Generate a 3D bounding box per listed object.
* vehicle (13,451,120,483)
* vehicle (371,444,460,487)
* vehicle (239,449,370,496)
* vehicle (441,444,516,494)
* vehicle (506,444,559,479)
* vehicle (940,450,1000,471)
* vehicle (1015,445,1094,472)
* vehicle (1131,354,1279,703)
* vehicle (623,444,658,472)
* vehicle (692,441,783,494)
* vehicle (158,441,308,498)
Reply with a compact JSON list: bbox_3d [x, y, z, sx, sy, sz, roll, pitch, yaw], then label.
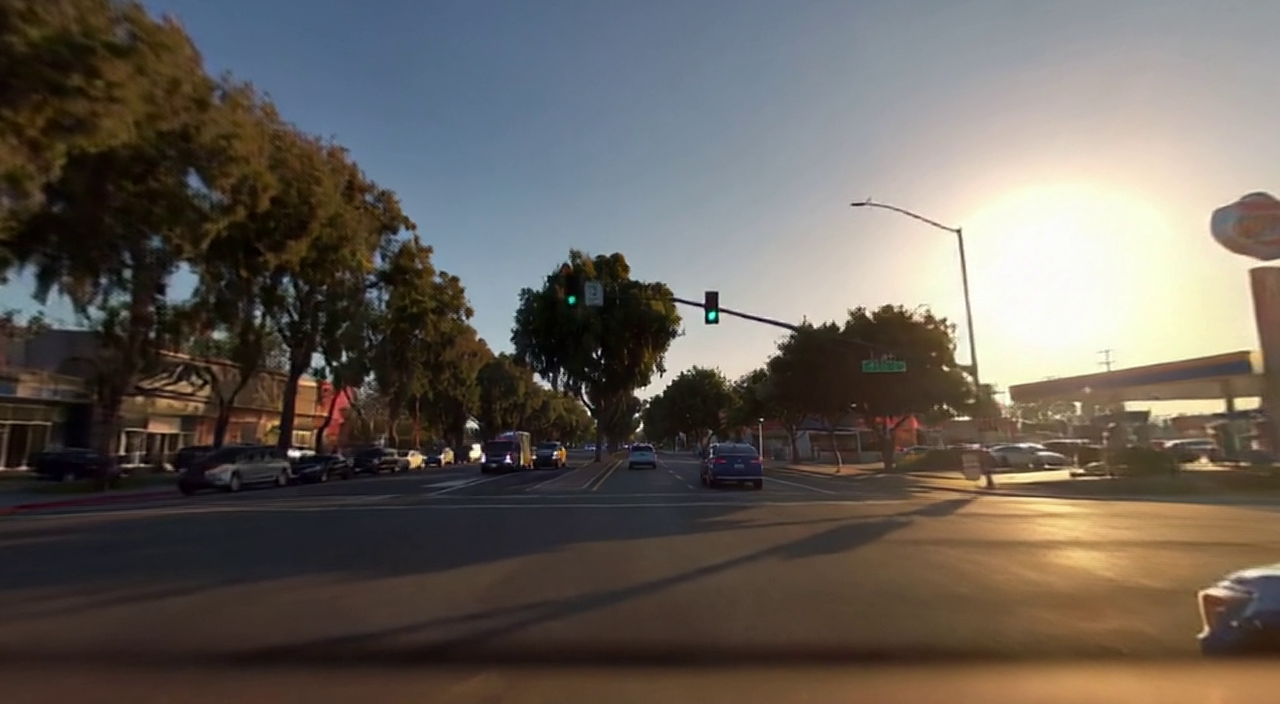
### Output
[{"bbox_3d":[-28.156,5.641,31.090,3.640,1.462,1.660,0,-9,2],"label":"vehicle"},{"bbox_3d":[-8.945,4.543,25.671,2.165,1.557,4.515,0,-9,-3],"label":"vehicle"},{"bbox_3d":[-12.425,4.456,23.883,2.186,1.532,5.087,0,-9,0],"label":"vehicle"},{"bbox_3d":[-5.443,3.949,21.821,1.972,1.466,4.493,2,-8,-8],"label":"vehicle"},{"bbox_3d":[-5.145,5.282,30.815,1.953,1.526,4.349,0,-8,-1],"label":"vehicle"},{"bbox_3d":[24.306,7.991,46.765,1.894,1.485,4.606,0,-9,-1],"label":"vehicle"},{"bbox_3d":[29.150,7.479,44.630,2.077,1.765,4.643,1,-9,-7],"label":"vehicle"},{"bbox_3d":[3.624,0.578,0.689,2.117,1.689,5.113,0,-9,1],"label":"vehicle"},{"bbox_3d":[-0.041,6.417,38.500,2.029,1.605,3.827,0,-9,-2],"label":"vehicle"},{"bbox_3d":[2.964,3.639,20.283,2.061,1.487,4.462,0,-9,-2],"label":"vehicle"},{"bbox_3d":[-15.655,4.520,24.861,2.191,1.926,5.787,0,-9,-2],"label":"vehicle"}]
